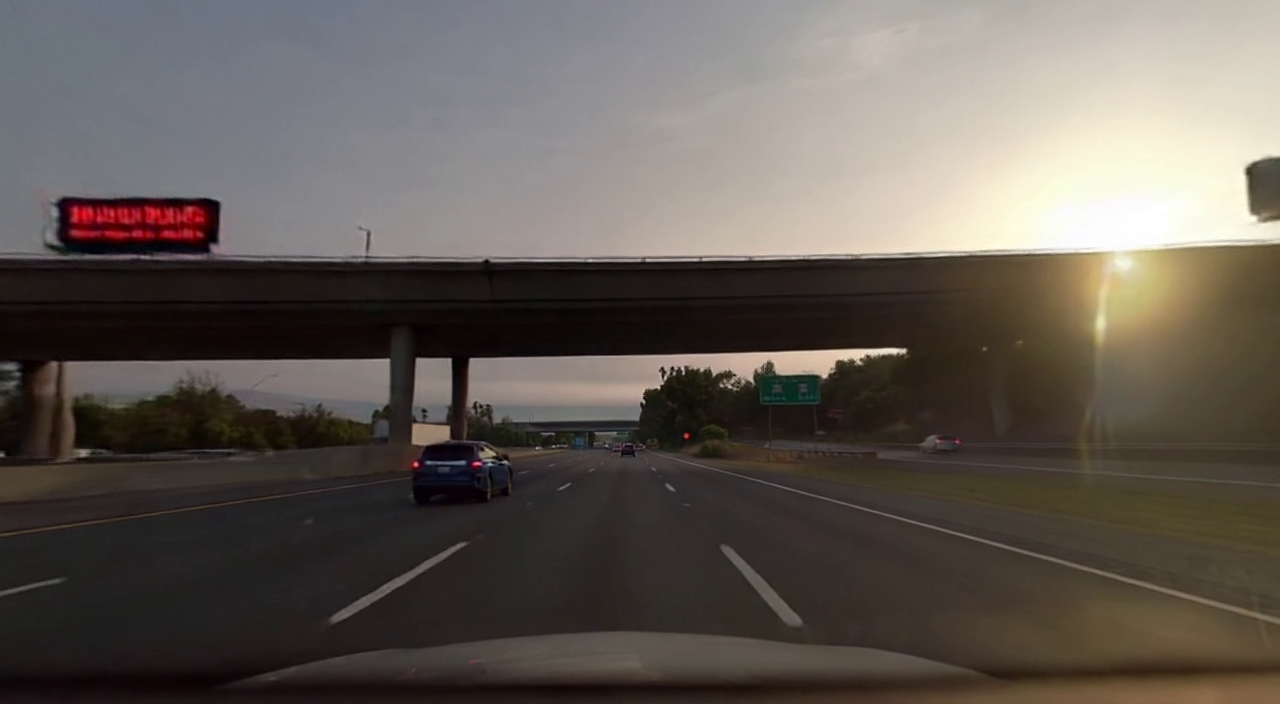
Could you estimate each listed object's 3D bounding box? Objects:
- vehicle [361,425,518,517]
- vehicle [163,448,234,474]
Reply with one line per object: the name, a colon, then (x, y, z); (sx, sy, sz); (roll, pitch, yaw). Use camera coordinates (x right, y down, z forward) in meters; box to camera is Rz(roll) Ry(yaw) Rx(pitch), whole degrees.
vehicle: (-4.281, 2.626, 14.447); (2.102, 1.727, 4.704); (0, -9, -1)
vehicle: (-25.237, 6.219, 36.233); (1.495, 1.364, 3.350); (-1, -9, 4)
